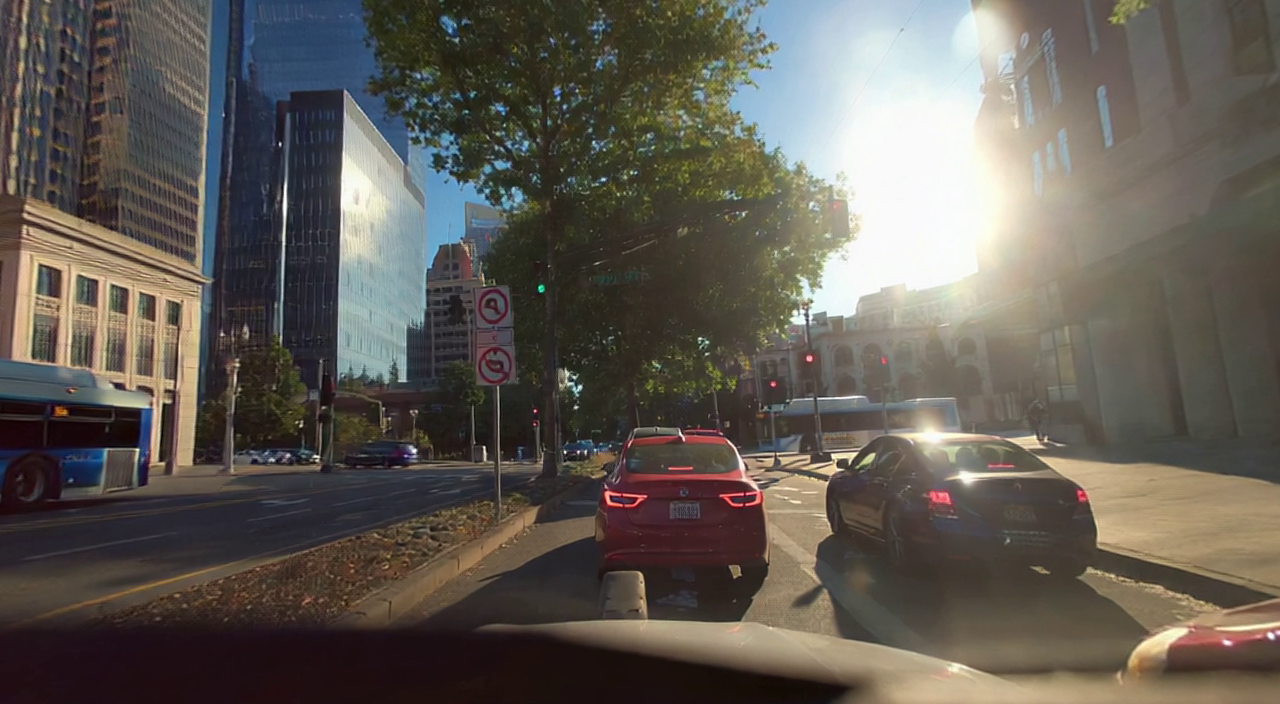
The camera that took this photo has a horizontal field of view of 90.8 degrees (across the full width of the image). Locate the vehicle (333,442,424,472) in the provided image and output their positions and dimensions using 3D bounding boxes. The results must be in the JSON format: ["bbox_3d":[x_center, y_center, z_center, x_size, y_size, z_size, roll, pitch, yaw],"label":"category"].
[{"bbox_3d":[-15.401,6.153,37.373,1.892,1.645,4.561,-8,-12,44],"label":"vehicle"}]

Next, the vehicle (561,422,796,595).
[{"bbox_3d":[0.366,1.630,7.393,2.006,1.470,3.799,0,-8,1],"label":"vehicle"}]

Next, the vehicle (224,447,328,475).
[{"bbox_3d":[-20.913,6.249,36.513,1.883,1.461,4.830,-5,-10,28],"label":"vehicle"}]

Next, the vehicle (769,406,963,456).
[{"bbox_3d":[17.325,6.169,49.242,13.811,3.706,2.997,0,-9,2],"label":"vehicle"}]

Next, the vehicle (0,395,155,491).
[{"bbox_3d":[-25.945,3.644,25.342,2.692,3.685,10.153,-3,-9,20],"label":"vehicle"}]
